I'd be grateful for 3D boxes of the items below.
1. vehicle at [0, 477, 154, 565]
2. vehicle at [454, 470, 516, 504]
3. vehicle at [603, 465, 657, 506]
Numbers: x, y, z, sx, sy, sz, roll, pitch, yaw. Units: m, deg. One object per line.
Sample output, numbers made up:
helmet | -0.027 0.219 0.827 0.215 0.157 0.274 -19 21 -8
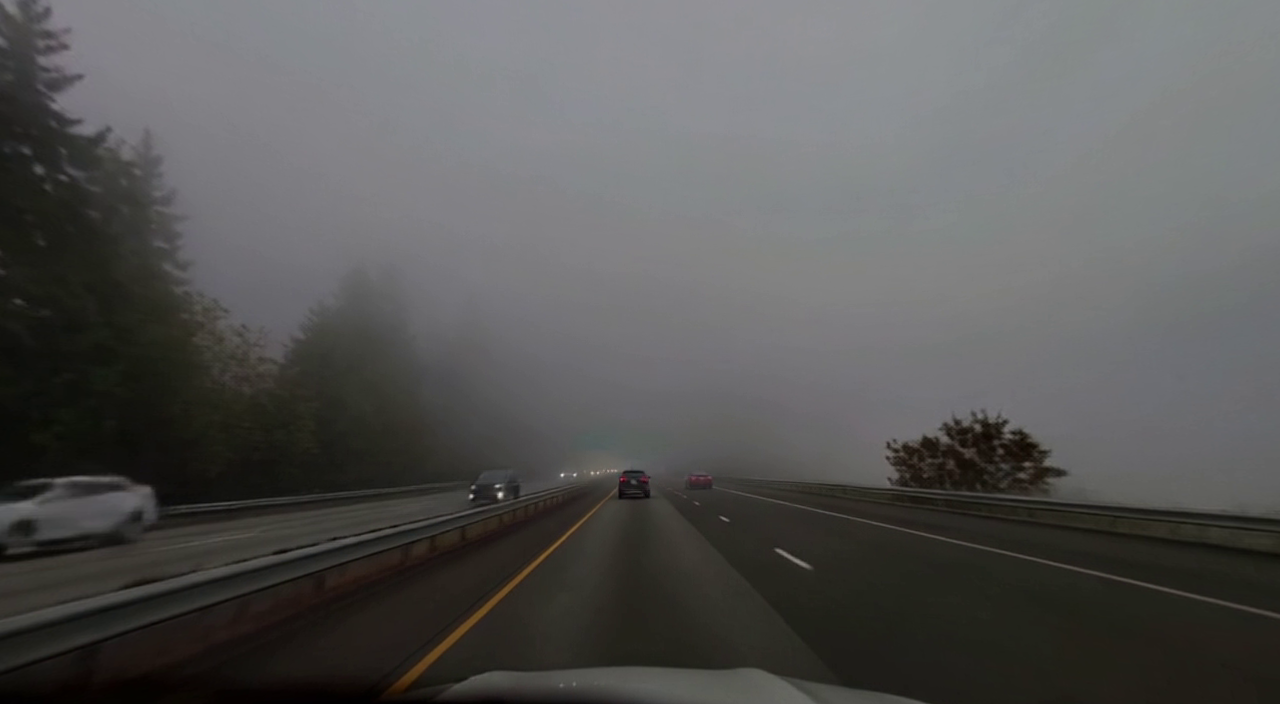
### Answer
vehicle | -12.223 3.239 12.369 1.909 1.445 4.225 1 -10 1
vehicle | -7.581 6.612 31.219 1.872 1.487 4.411 0 -10 1
vehicle | -0.391 5.417 25.827 2.060 1.473 3.726 1 -10 0
